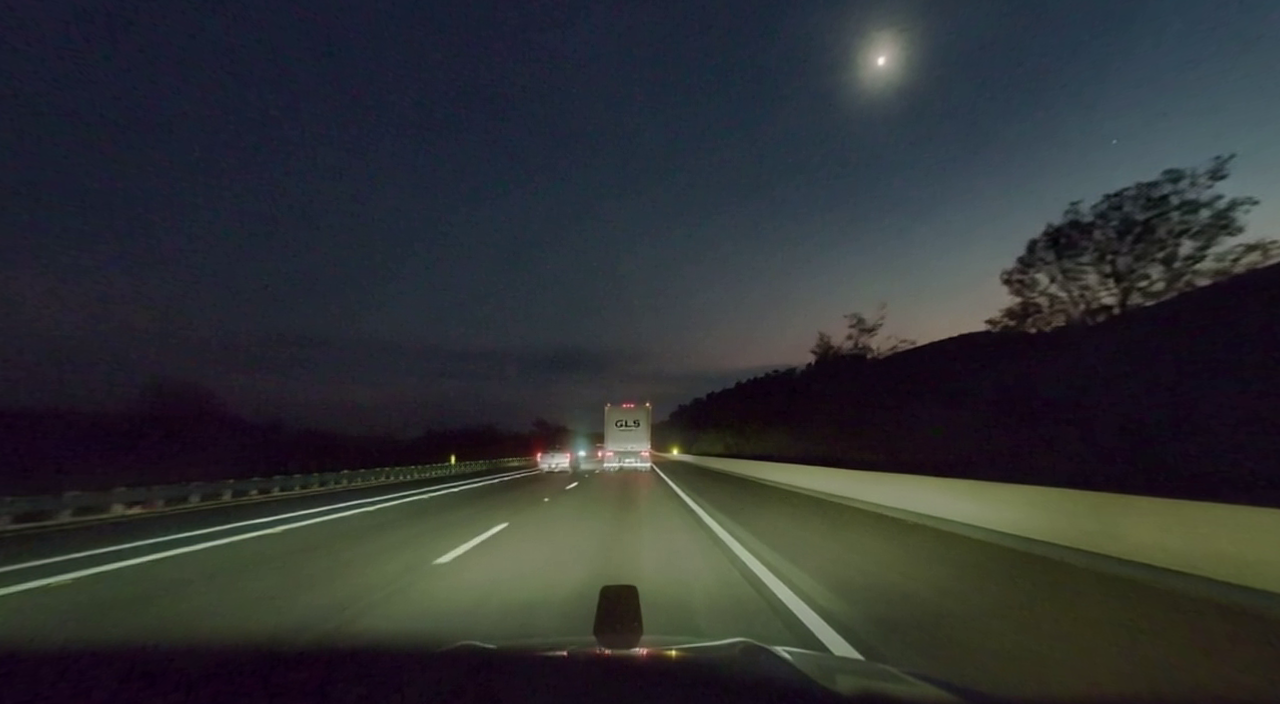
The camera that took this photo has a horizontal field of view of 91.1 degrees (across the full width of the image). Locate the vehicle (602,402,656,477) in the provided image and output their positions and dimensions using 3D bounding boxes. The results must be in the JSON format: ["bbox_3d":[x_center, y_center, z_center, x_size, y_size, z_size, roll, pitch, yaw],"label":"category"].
[{"bbox_3d":[-0.670,5.475,38.947,2.923,4.007,9.760,0,-9,-1],"label":"vehicle"}]

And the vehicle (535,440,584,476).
[{"bbox_3d":[-4.722,6.311,37.660,2.226,1.935,5.130,0,-9,0],"label":"vehicle"}]
